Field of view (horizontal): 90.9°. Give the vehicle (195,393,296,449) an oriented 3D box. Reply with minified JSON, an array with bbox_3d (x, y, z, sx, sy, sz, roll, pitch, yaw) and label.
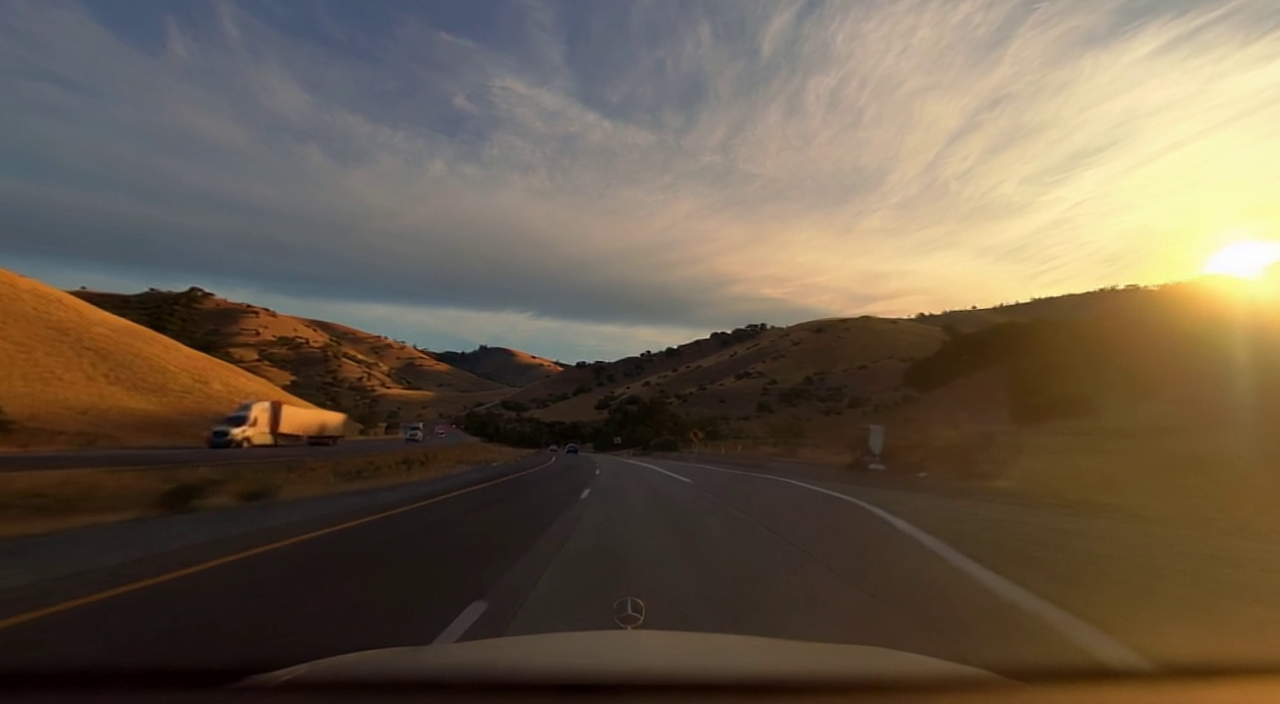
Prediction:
[{"bbox_3d":[-29.607,5.367,47.838,2.973,3.863,8.434,1,-8,-7],"label":"vehicle"}]
